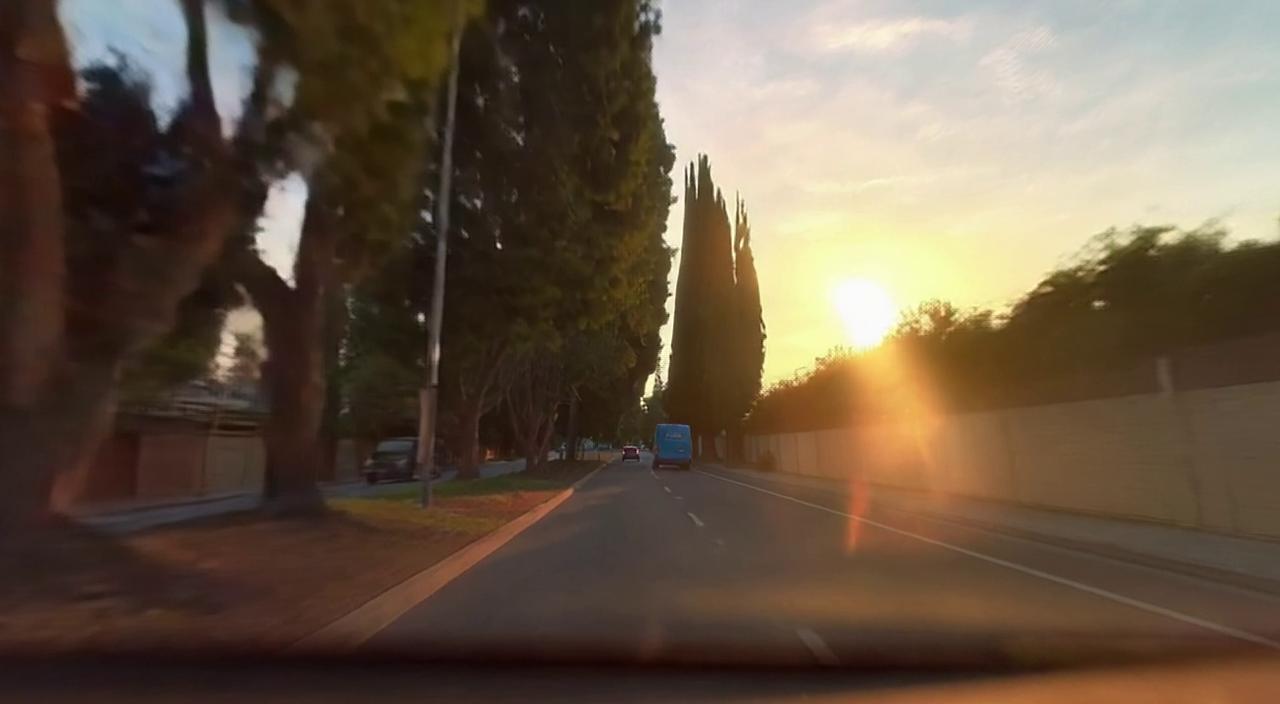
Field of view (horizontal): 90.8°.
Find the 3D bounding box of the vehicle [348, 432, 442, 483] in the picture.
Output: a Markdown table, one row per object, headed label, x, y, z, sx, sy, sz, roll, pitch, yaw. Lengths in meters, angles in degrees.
| label | x | y | z | sx | sy | sz | roll | pitch | yaw |
| --- | --- | --- | --- | --- | --- | --- | --- | --- | --- |
| vehicle | -12.289 | 5.355 | 32.323 | 2.418 | 2.348 | 5.867 | 0 | -9 | 0 |
